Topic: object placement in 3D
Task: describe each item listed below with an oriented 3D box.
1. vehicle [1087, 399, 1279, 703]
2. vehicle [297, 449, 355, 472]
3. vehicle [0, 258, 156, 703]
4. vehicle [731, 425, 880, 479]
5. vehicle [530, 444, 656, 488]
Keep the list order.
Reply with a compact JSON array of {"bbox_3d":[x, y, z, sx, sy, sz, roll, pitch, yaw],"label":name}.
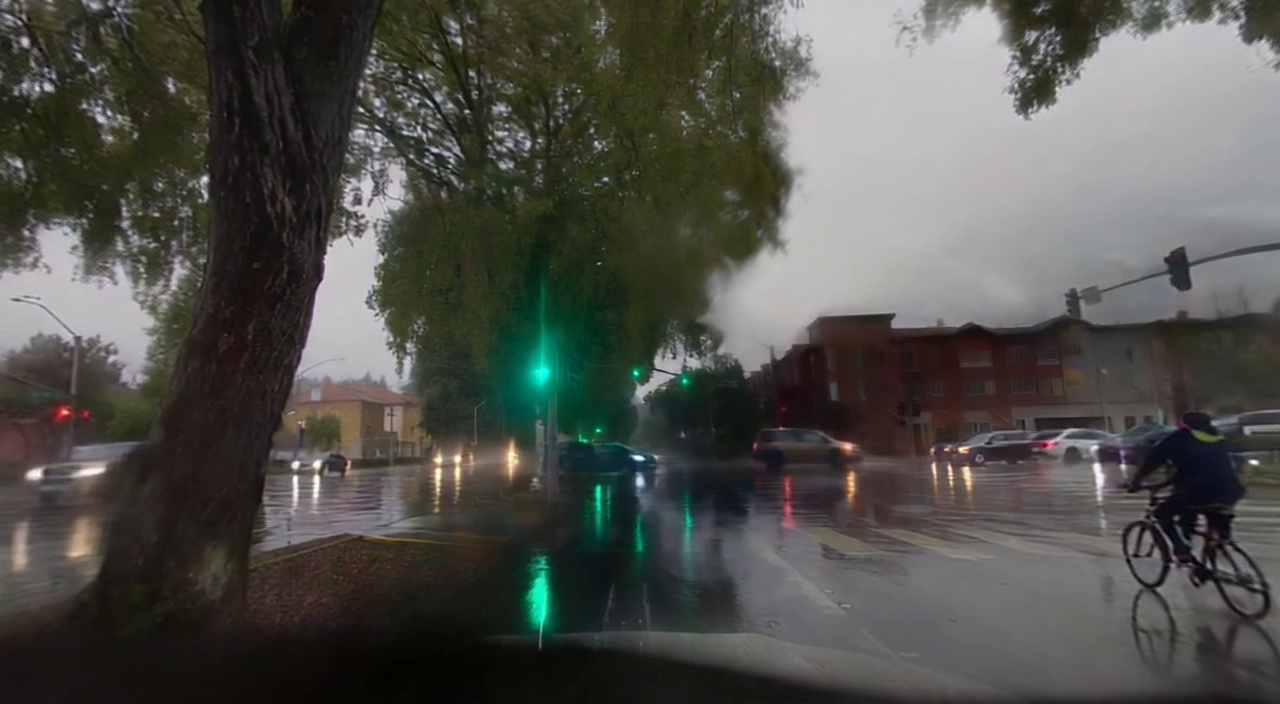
[{"bbox_3d":[3.098,0.681,0.664,1.990,1.454,4.490,0,-8,1],"label":"vehicle"},{"bbox_3d":[-22.414,7.759,45.007,1.834,1.494,4.352,0,-8,1],"label":"vehicle"},{"bbox_3d":[-3.262,0.359,0.173,2.231,1.898,4.985,0,-8,0],"label":"vehicle"},{"bbox_3d":[6.279,3.795,24.054,4.958,1.842,2.276,-6,-10,34],"label":"vehicle"},{"bbox_3d":[-1.633,3.778,21.205,4.050,1.304,1.921,-7,-11,39],"label":"vehicle"}]
